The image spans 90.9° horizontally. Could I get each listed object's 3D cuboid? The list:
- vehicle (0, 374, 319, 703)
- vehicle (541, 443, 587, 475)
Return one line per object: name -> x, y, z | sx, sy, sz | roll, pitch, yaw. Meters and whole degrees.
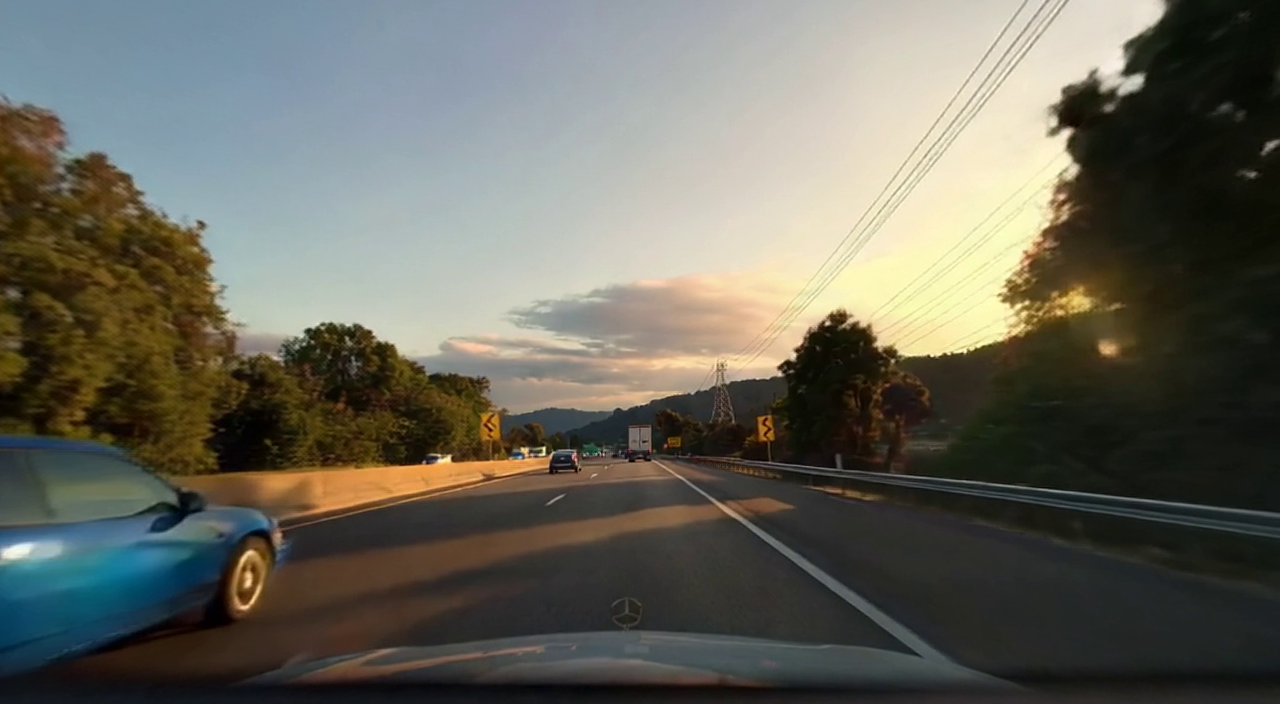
vehicle -> -3.931, 0.988, 3.085 | 2.049, 1.697, 4.998 | 0, -9, 0
vehicle -> -4.339, 6.149, 36.432 | 2.111, 1.735, 4.066 | 0, -9, 0
